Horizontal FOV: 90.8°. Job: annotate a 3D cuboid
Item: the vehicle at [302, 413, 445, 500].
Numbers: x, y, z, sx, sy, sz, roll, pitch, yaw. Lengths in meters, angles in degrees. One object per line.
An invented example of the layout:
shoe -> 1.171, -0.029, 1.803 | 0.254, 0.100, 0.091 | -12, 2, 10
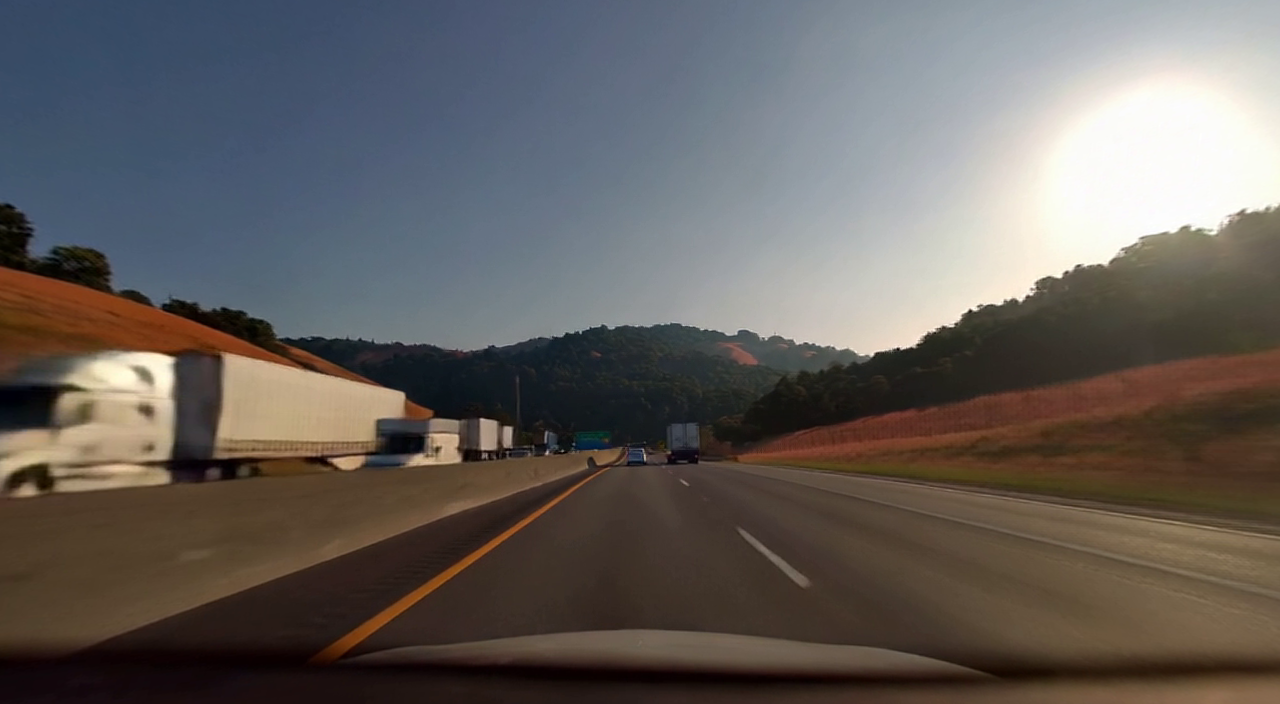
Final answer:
vehicle -> -8.517, 3.422, 20.921 | 2.344, 2.503, 5.344 | 0, -9, 0

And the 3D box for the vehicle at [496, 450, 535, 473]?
vehicle -> -8.715, 7.718, 44.484 | 1.844, 1.467, 3.930 | 1, -10, 1

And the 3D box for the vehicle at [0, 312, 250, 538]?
vehicle -> -12.427, 1.723, 14.317 | 2.951, 3.988, 6.237 | 0, -9, 0
